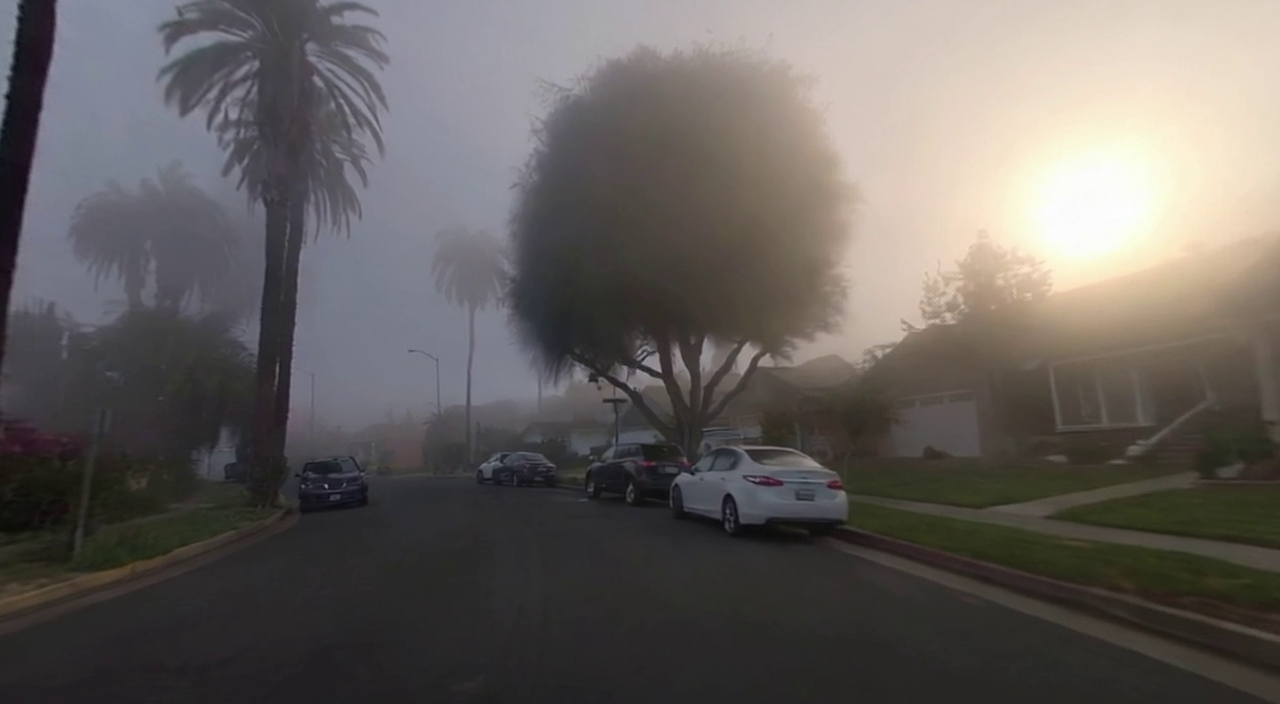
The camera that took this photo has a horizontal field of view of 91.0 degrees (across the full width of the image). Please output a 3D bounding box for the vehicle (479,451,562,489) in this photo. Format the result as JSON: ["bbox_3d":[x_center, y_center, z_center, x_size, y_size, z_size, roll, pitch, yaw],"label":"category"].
[{"bbox_3d":[-5.407,5.170,28.038,2.006,1.484,4.768,5,-10,-32],"label":"vehicle"}]

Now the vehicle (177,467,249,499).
[{"bbox_3d":[-27.388,8.380,40.314,4.944,1.819,2.001,-8,-11,33],"label":"vehicle"}]

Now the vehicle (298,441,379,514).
[{"bbox_3d":[-9.447,3.826,19.738,2.026,1.816,4.532,-1,-8,-26],"label":"vehicle"}]

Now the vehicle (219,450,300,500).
[{"bbox_3d":[-22.086,7.155,36.417,5.628,2.109,2.395,-16,-12,40],"label":"vehicle"}]

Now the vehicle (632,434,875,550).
[{"bbox_3d":[1.571,2.236,10.994,2.108,1.503,4.977,2,-9,-17],"label":"vehicle"}]

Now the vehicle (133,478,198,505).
[{"bbox_3d":[-32.748,9.570,43.389,4.390,1.559,1.812,-5,-9,28],"label":"vehicle"}]
